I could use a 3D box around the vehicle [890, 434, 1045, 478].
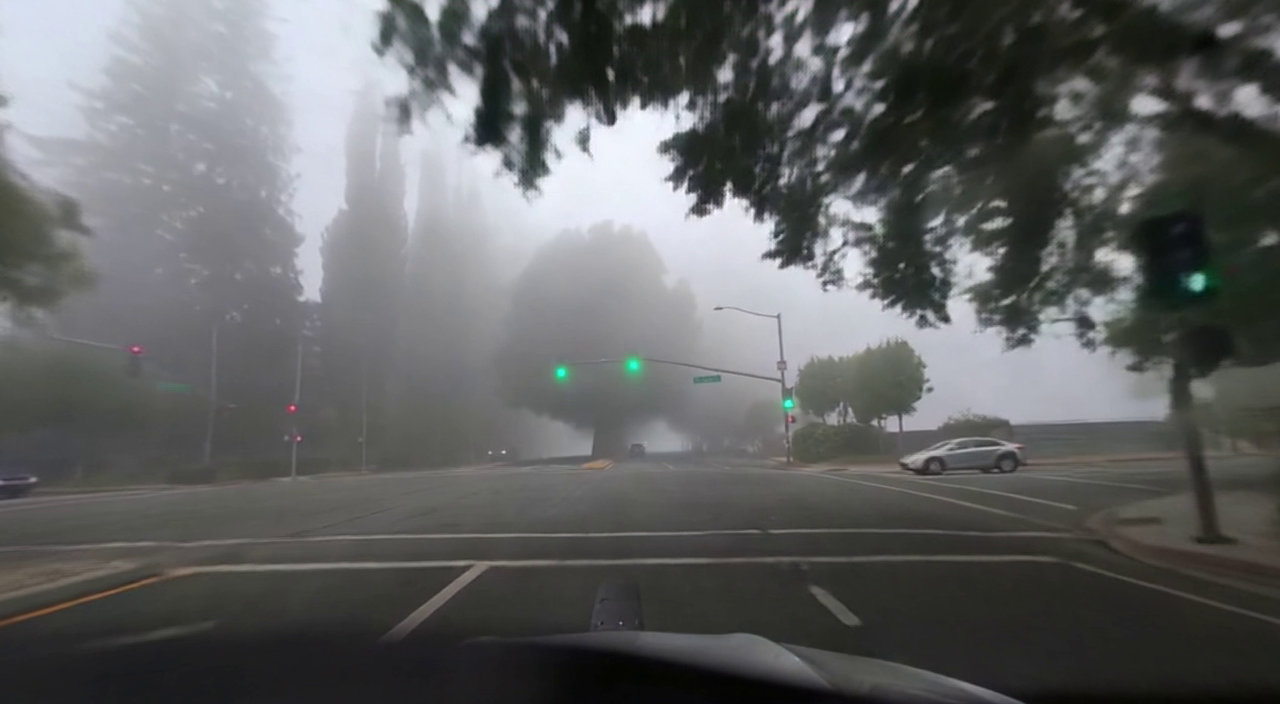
[{"bbox_3d":[12.061,3.861,23.505,4.611,1.505,2.029,0,-9,-1],"label":"vehicle"}]
